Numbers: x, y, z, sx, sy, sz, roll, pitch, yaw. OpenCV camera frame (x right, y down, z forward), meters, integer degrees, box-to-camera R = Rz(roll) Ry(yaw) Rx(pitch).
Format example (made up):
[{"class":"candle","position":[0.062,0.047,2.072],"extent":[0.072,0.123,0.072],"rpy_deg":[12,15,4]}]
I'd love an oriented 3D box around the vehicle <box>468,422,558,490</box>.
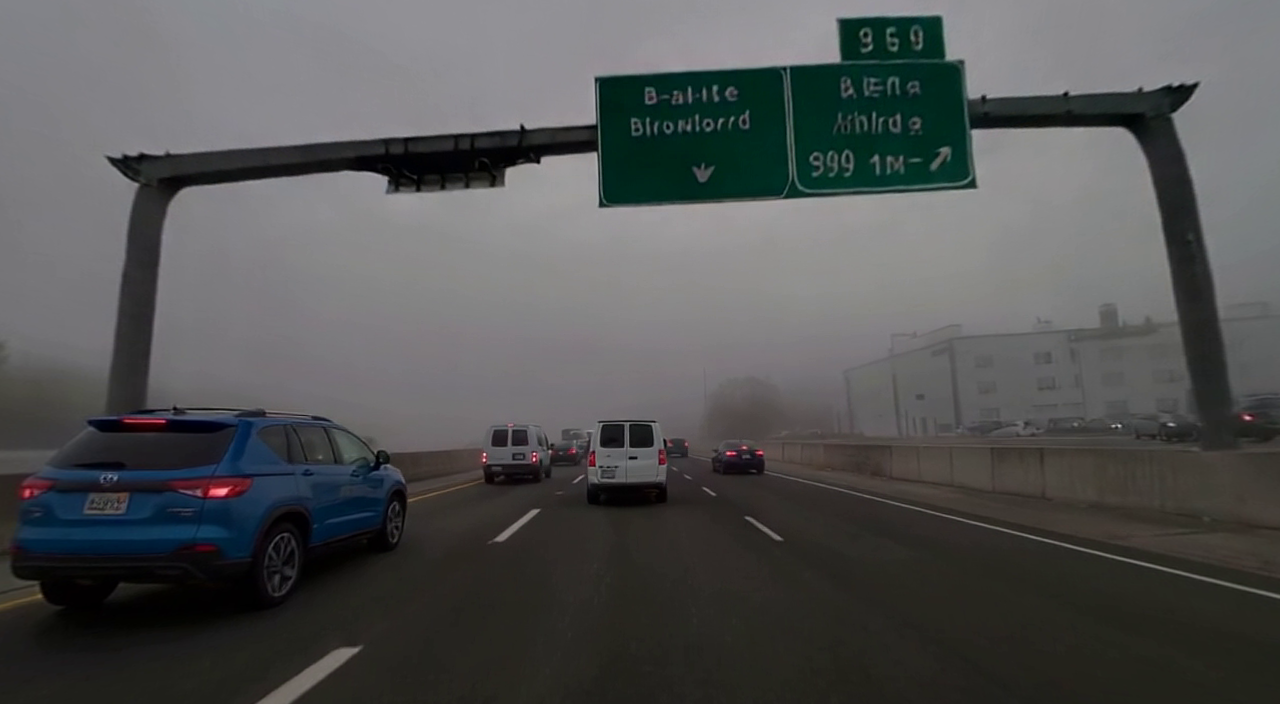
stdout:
[{"class":"vehicle","position":[-3.959,3.306,20.396],"extent":[2.038,1.936,4.300],"rpy_deg":[0,-8,-1]}]

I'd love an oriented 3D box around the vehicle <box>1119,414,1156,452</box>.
[{"class":"vehicle","position":[30.778,5.023,38.994],"extent":[1.480,2.238,1.864],"rpy_deg":[-6,-10,34]}]

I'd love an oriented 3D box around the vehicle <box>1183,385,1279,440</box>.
[{"class":"vehicle","position":[36.275,3.759,37.939],"extent":[2.528,3.094,4.804],"rpy_deg":[-1,-8,1]}]

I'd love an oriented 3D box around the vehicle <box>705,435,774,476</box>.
[{"class":"vehicle","position":[3.928,4.159,25.489],"extent":[1.999,1.494,3.833],"rpy_deg":[0,-8,-2]}]

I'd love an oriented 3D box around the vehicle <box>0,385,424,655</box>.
[{"class":"vehicle","position":[-3.866,1.376,6.252],"extent":[1.972,1.703,4.333],"rpy_deg":[0,-8,-1]}]

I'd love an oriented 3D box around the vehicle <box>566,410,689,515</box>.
[{"class":"vehicle","position":[-0.292,2.370,14.004],"extent":[2.304,1.925,4.282],"rpy_deg":[0,-8,-1]}]
